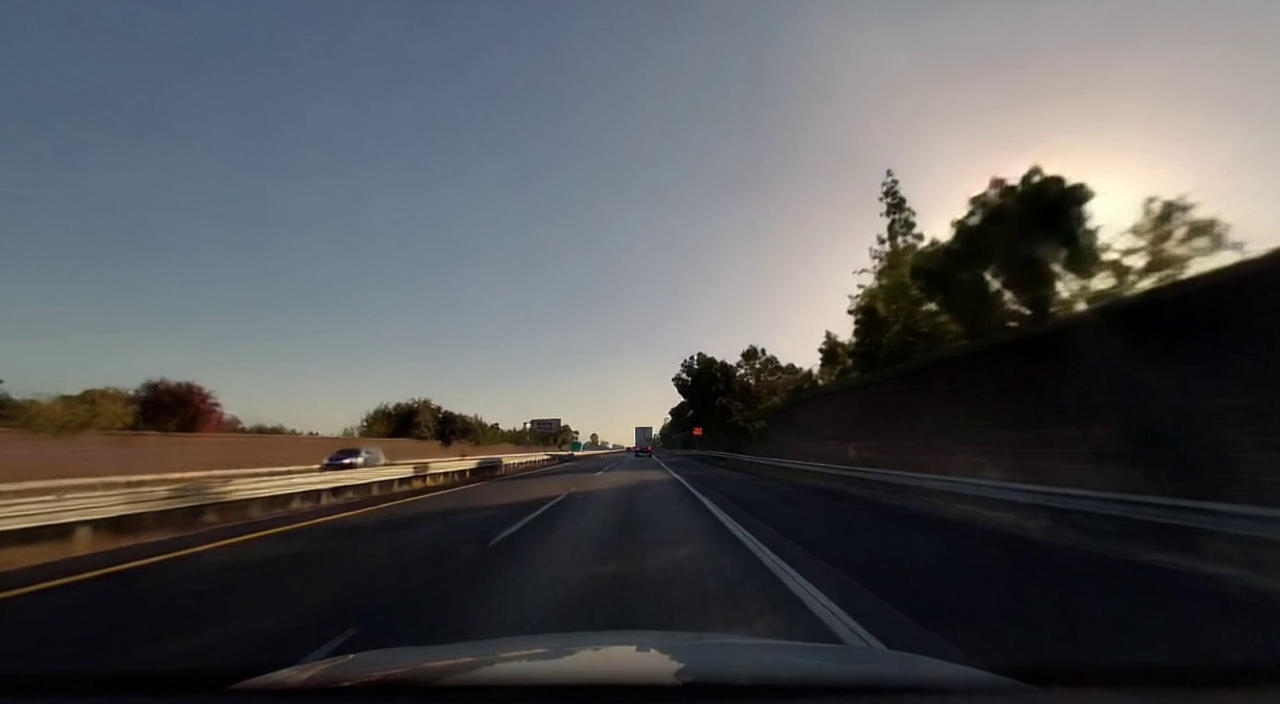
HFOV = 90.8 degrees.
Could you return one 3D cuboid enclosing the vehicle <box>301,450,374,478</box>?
[{"bbox_3d":[-17.448,6.448,36.647,2.008,1.520,4.526,0,-9,0],"label":"vehicle"}]
